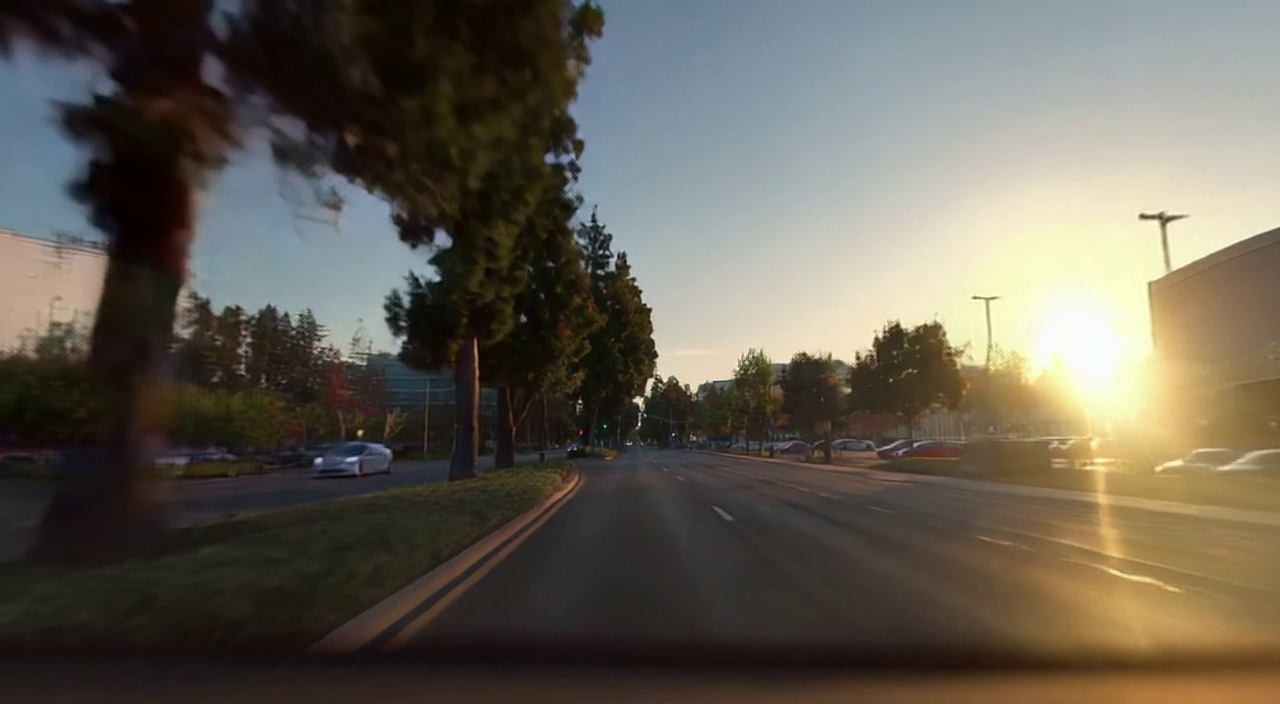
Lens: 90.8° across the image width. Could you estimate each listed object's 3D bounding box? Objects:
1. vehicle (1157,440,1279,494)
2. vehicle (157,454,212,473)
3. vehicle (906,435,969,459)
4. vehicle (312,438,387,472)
[{"bbox_3d":[17.758,3.414,18.970,3.949,1.451,1.861,4,-10,-26],"label":"vehicle"},{"bbox_3d":[-34.681,8.465,48.130,3.574,1.381,1.824,-4,-9,26],"label":"vehicle"},{"bbox_3d":[21.039,6.756,44.862,1.941,1.511,4.690,-2,-9,-3],"label":"vehicle"},{"bbox_3d":[-16.069,5.719,35.301,1.875,1.766,4.824,0,-8,0],"label":"vehicle"}]
